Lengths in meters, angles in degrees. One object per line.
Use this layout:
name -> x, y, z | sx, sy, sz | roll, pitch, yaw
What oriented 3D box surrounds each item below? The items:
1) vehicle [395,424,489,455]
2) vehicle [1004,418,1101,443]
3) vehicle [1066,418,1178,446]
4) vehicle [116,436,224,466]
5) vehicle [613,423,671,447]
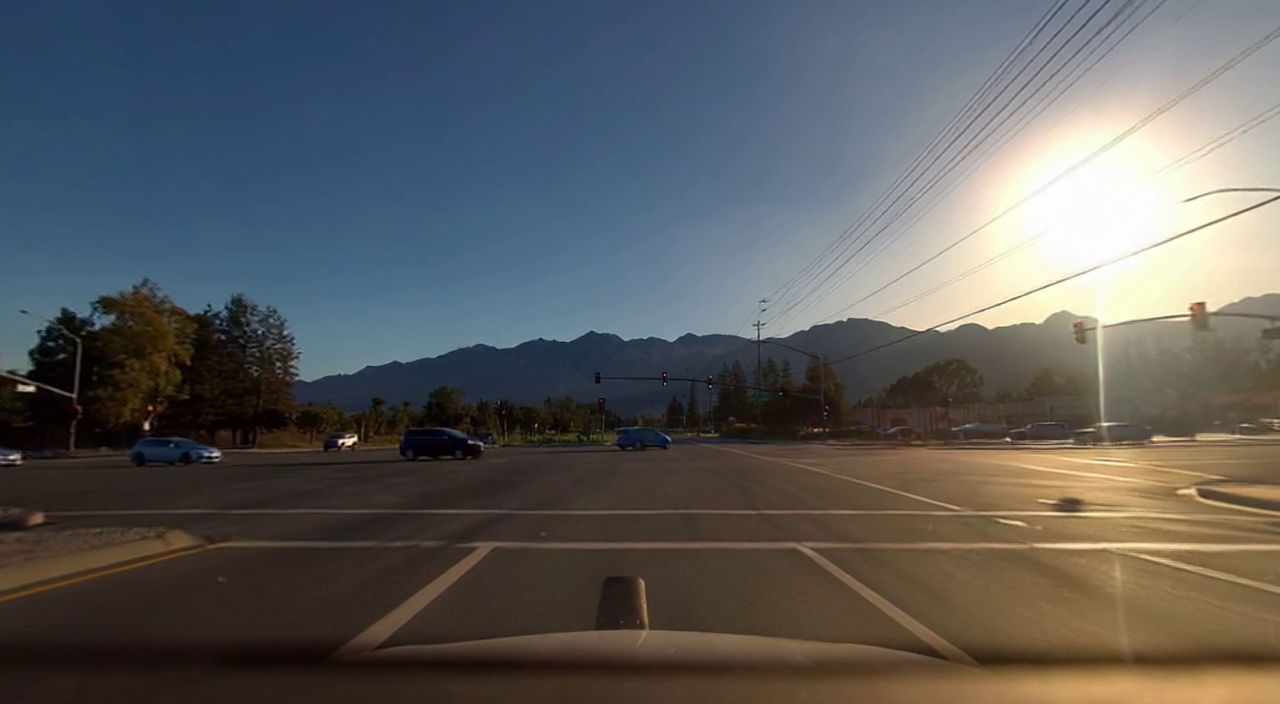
vehicle -> -12.102, 5.355, 38.594 | 5.228, 1.805, 2.246 | 3, -9, -23
vehicle -> 28.287, 5.420, 43.438 | 5.100, 1.680, 2.055 | 0, -8, 1
vehicle -> 27.390, 4.576, 36.013 | 4.778, 1.495, 1.959 | 0, -8, 0
vehicle -> -25.754, 5.405, 34.732 | 4.218, 1.542, 2.044 | 1, -8, -6
vehicle -> 0.230, 6.473, 49.006 | 2.020, 1.713, 4.547 | -7, -11, 40
